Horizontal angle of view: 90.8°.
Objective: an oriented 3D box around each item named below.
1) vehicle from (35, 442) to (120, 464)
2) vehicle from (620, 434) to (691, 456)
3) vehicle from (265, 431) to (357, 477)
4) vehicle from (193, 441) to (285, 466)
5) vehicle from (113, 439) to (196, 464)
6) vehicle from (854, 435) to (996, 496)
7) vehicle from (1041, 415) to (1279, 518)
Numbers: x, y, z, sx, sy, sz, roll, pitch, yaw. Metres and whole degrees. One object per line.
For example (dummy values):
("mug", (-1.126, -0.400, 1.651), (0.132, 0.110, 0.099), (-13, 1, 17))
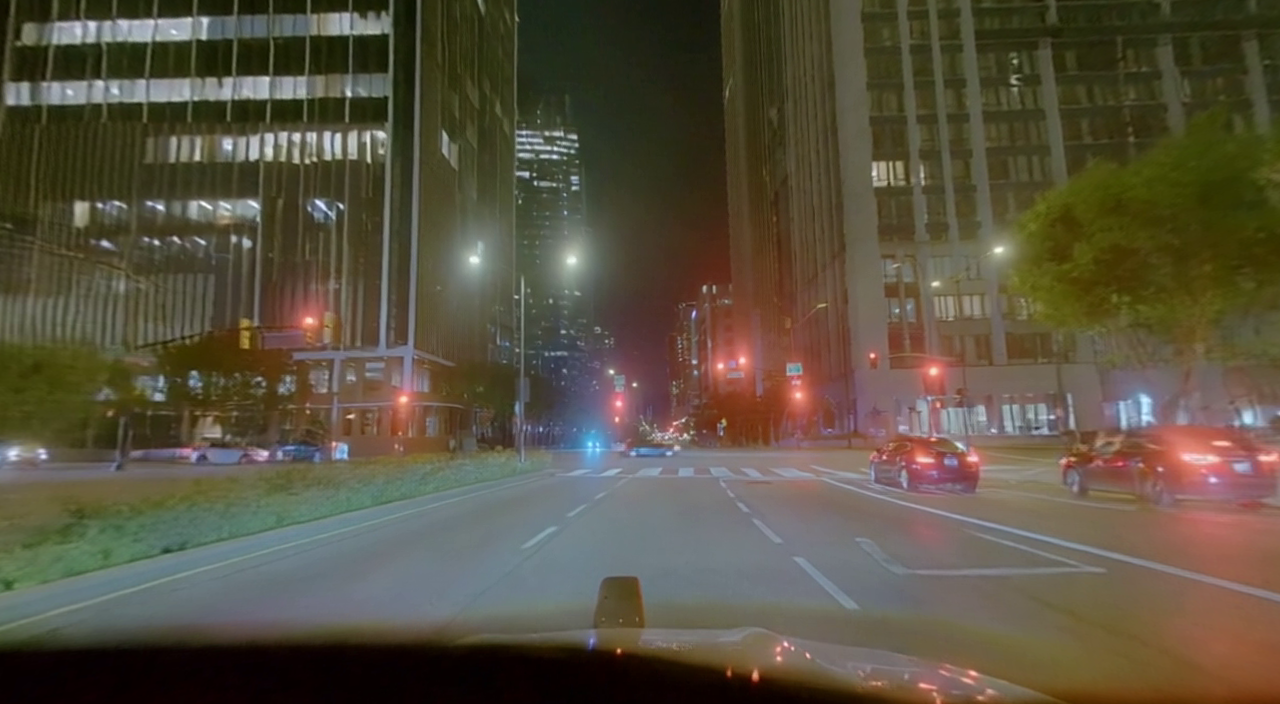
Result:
("vehicle", (-40.408, 7.253, 45.429), (4.379, 1.444, 1.781), (0, -8, 0))
("vehicle", (1.050, 6.395, 43.264), (4.762, 1.420, 1.814), (0, -8, 0))
("vehicle", (-15.352, 4.718, 29.408), (4.779, 1.910, 2.125), (-8, -11, 41))
("vehicle", (-25.024, 6.323, 39.530), (4.503, 1.475, 1.789), (0, -8, -1))
("vehicle", (-34.873, 7.128, 45.471), (4.326, 1.700, 1.946), (0, -8, -1))
("vehicle", (8.011, 3.223, 18.359), (1.936, 1.489, 4.885), (0, -8, 1))
("vehicle", (11.366, 2.403, 13.767), (2.027, 1.810, 4.854), (0, -8, 0))
